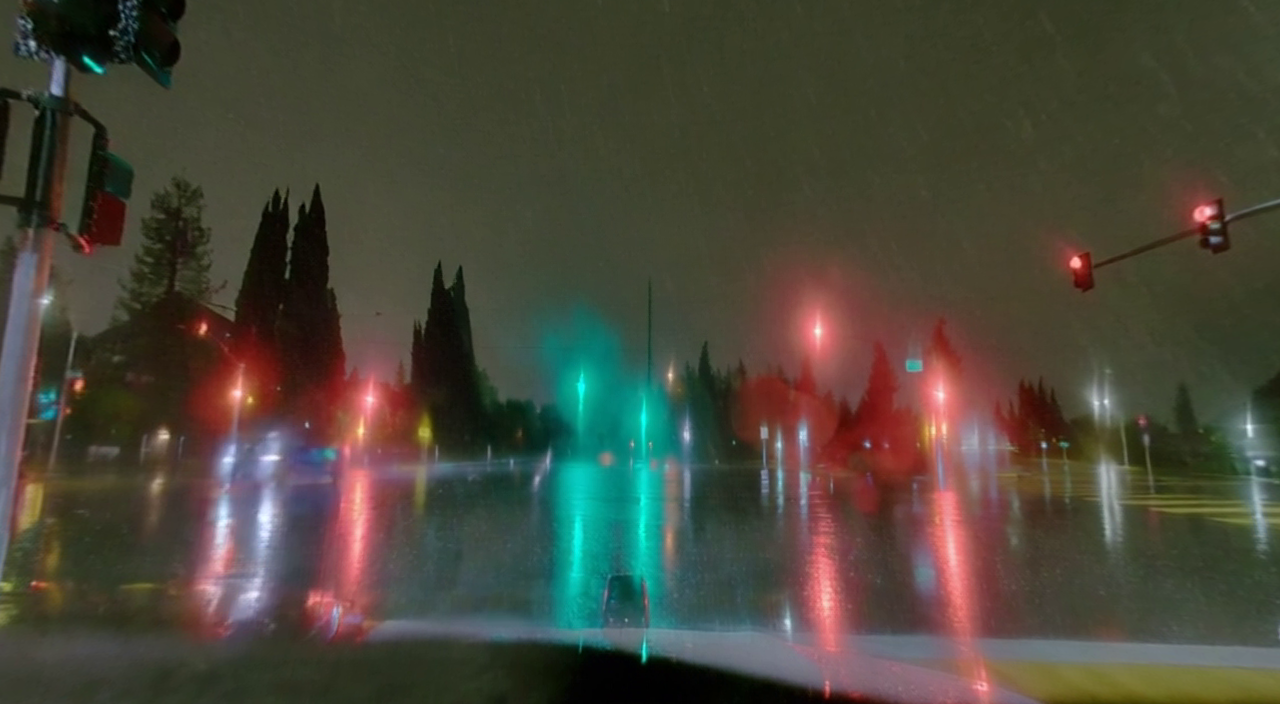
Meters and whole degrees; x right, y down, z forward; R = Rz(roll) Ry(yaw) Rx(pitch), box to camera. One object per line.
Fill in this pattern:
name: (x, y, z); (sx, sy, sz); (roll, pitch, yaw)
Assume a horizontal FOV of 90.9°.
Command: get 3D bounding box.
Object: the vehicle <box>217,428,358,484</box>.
vehicle: (-12.700, 3.772, 23.221); (2.238, 1.827, 5.007); (0, -8, 0)
